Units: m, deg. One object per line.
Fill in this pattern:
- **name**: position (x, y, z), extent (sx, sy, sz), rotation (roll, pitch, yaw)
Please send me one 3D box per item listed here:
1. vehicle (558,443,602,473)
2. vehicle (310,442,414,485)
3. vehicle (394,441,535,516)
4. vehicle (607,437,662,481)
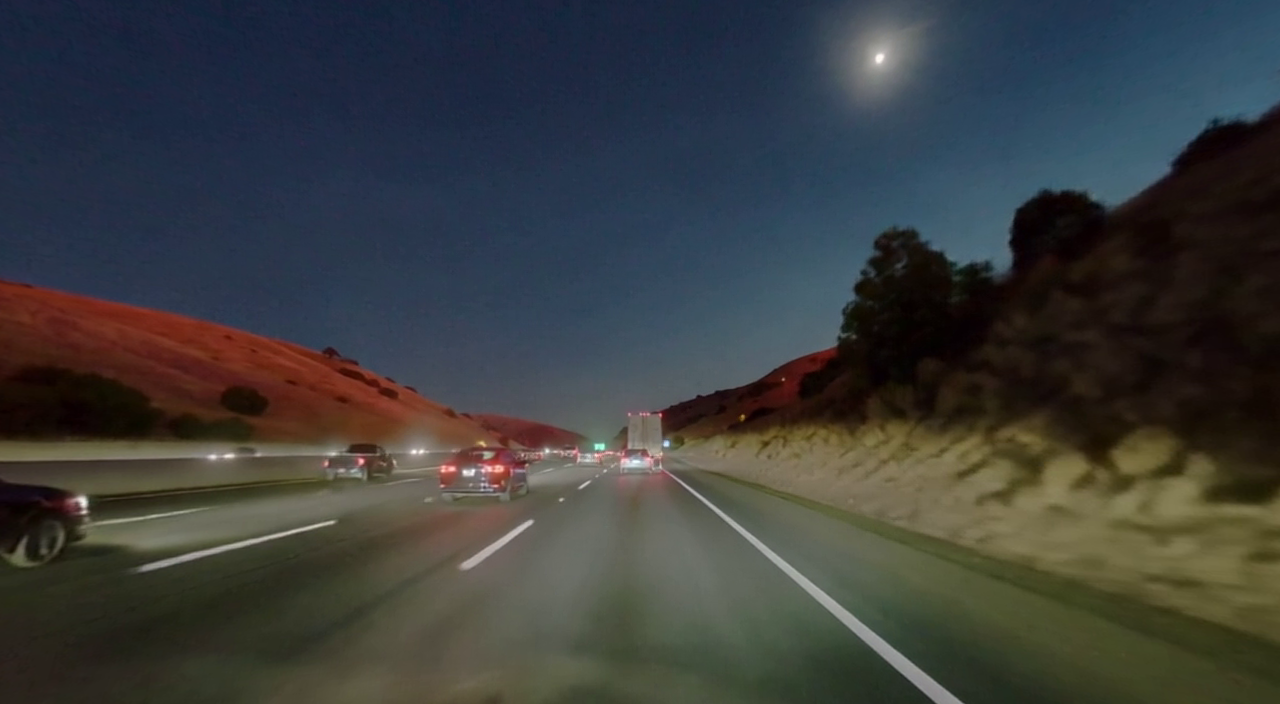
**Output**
- **vehicle**: position (-3.564, 6.389, 38.297), extent (2.155, 1.661, 4.477), rotation (0, -9, 1)
- **vehicle**: position (-10.795, 4.352, 24.849), extent (1.950, 1.507, 4.527), rotation (0, -9, 1)
- **vehicle**: position (-3.901, 2.880, 14.929), extent (1.943, 1.468, 4.547), rotation (0, -9, 1)
- **vehicle**: position (-0.219, 4.725, 28.067), extent (2.281, 1.795, 4.297), rotation (1, -9, 0)
